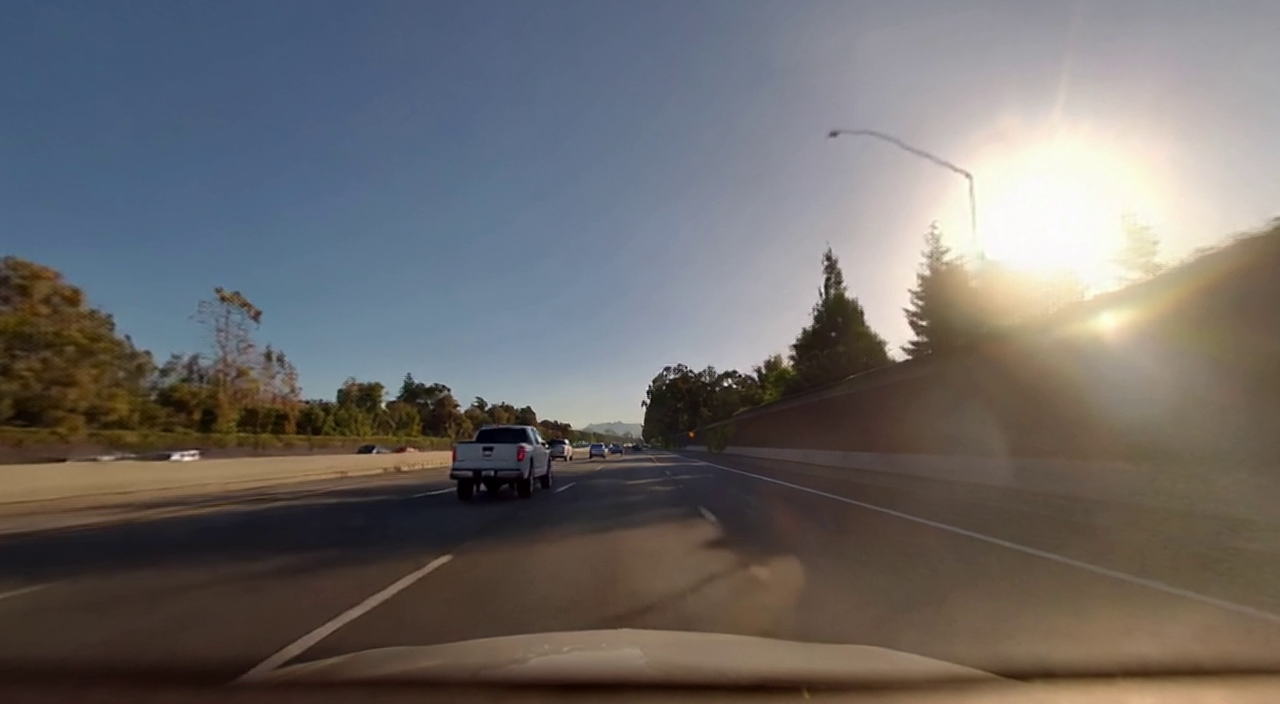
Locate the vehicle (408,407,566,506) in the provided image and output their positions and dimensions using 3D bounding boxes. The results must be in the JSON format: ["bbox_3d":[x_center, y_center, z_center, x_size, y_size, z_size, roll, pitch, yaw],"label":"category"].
[{"bbox_3d":[-3.760,2.774,17.126,2.604,2.170,6.271,0,-8,1],"label":"vehicle"}]

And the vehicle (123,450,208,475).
[{"bbox_3d":[-33.040,7.677,44.079,1.909,1.555,5.107,0,-8,1],"label":"vehicle"}]
